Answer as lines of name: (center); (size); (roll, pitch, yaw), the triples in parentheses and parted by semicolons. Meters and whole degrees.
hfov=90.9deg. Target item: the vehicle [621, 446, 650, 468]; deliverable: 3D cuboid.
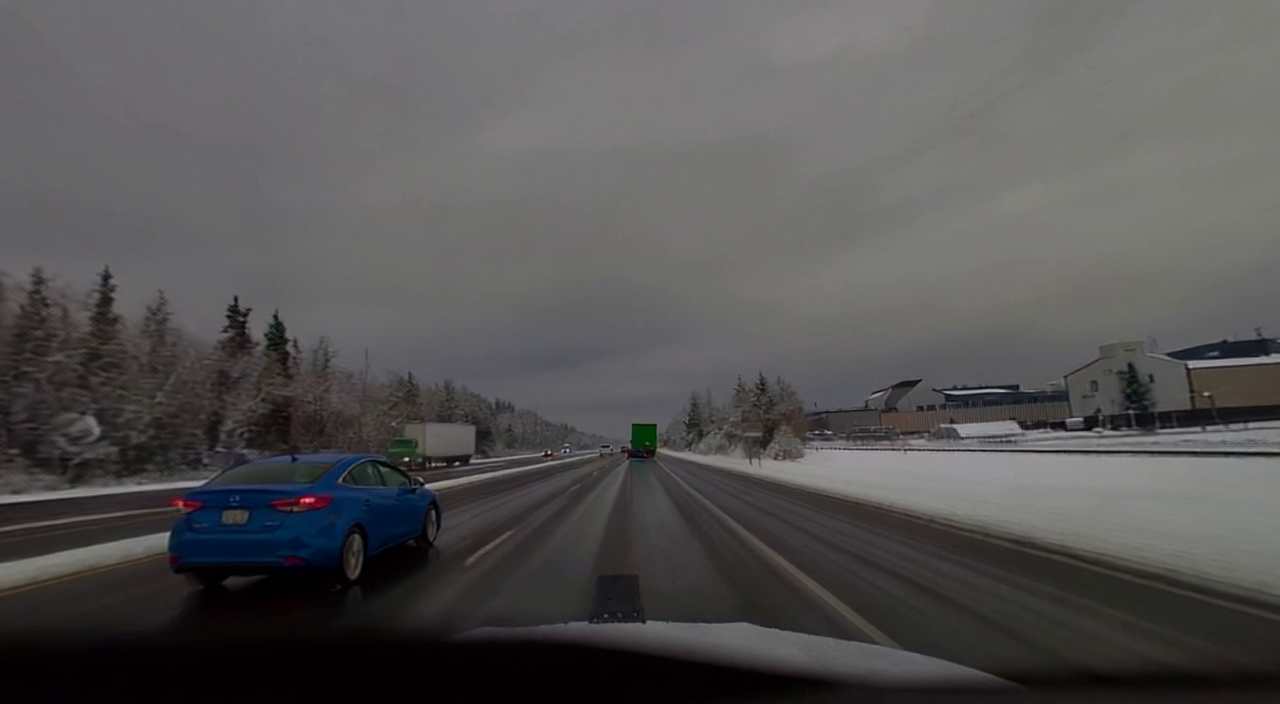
vehicle: (-0.330, 7.915, 47.670); (2.094, 1.559, 3.945); (0, -9, 0)
